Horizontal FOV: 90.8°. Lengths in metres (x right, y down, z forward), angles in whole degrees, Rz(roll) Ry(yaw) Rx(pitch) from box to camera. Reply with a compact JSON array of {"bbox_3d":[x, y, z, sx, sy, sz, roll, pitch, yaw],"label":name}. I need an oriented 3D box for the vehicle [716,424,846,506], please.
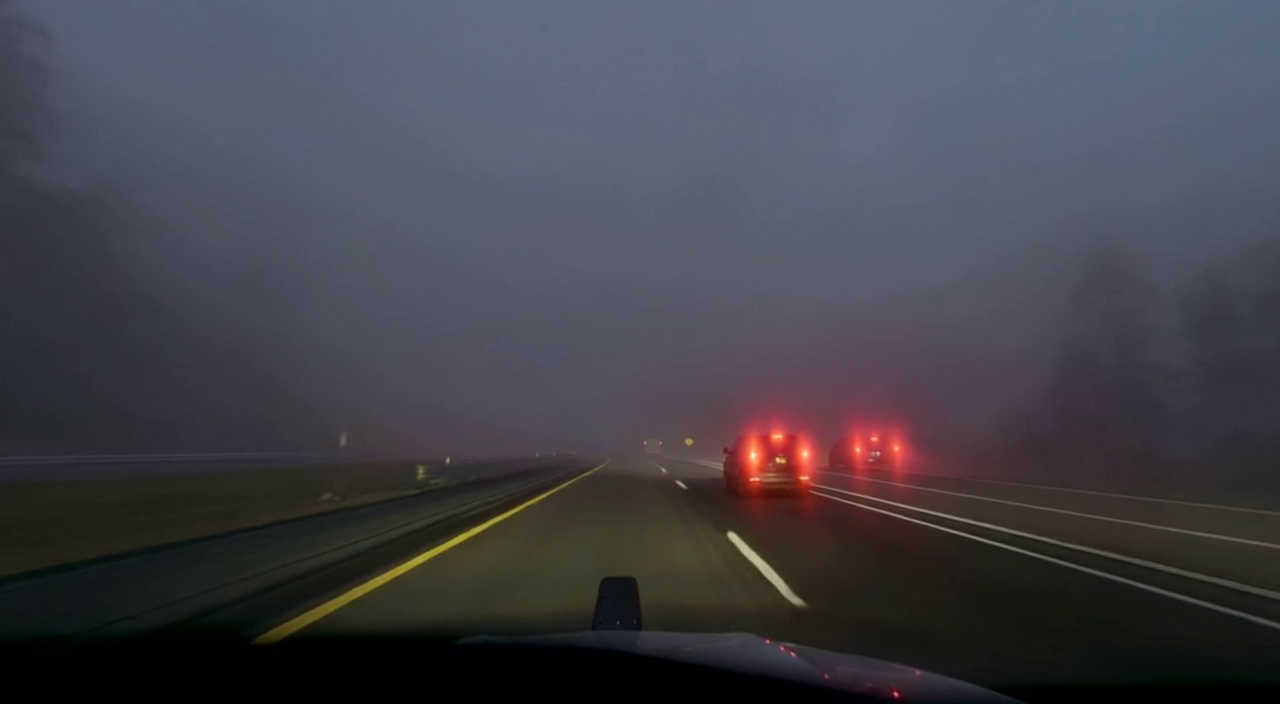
[{"bbox_3d":[3.403,2.847,16.390,2.141,1.785,4.778,0,-8,-2],"label":"vehicle"}]
